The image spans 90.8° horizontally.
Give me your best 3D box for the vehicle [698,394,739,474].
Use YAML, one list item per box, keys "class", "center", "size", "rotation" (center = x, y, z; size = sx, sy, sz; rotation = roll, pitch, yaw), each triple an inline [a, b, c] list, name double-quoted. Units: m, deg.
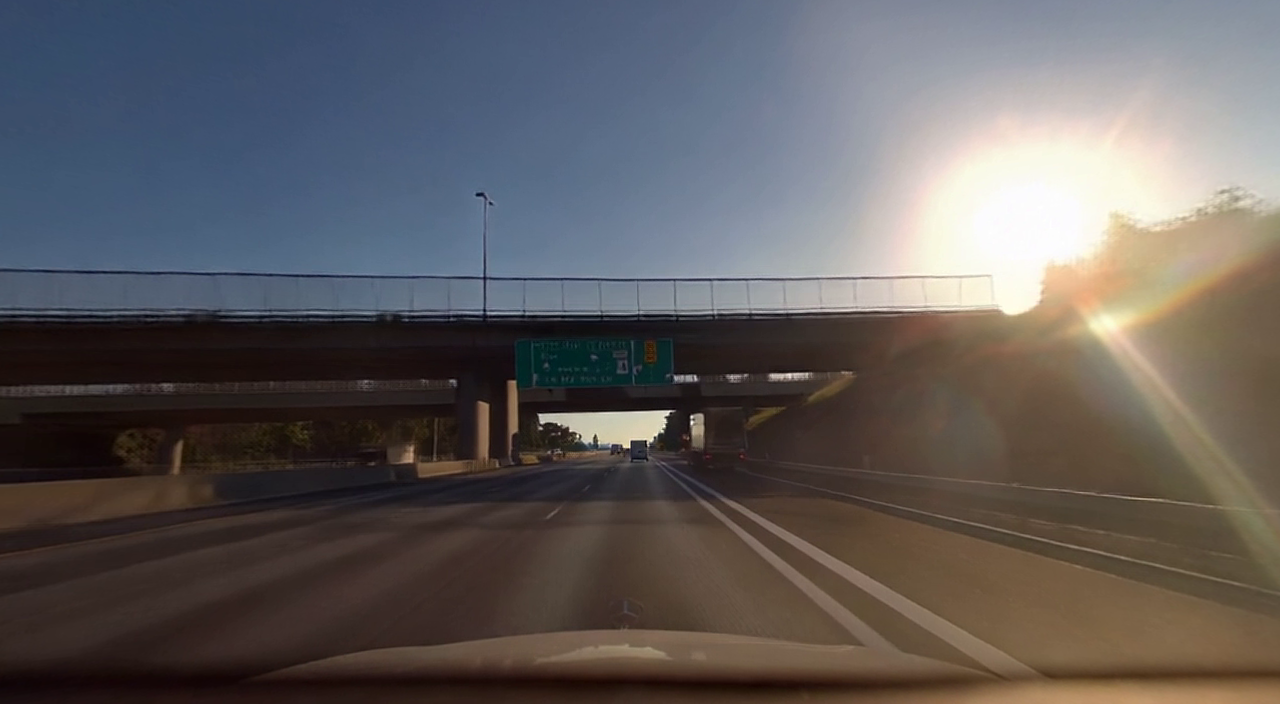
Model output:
- class: "vehicle"
  center: [4.143, 4.410, 33.745]
  size: [1.697, 3.935, 4.195]
  rotation: [-2, -9, 3]
